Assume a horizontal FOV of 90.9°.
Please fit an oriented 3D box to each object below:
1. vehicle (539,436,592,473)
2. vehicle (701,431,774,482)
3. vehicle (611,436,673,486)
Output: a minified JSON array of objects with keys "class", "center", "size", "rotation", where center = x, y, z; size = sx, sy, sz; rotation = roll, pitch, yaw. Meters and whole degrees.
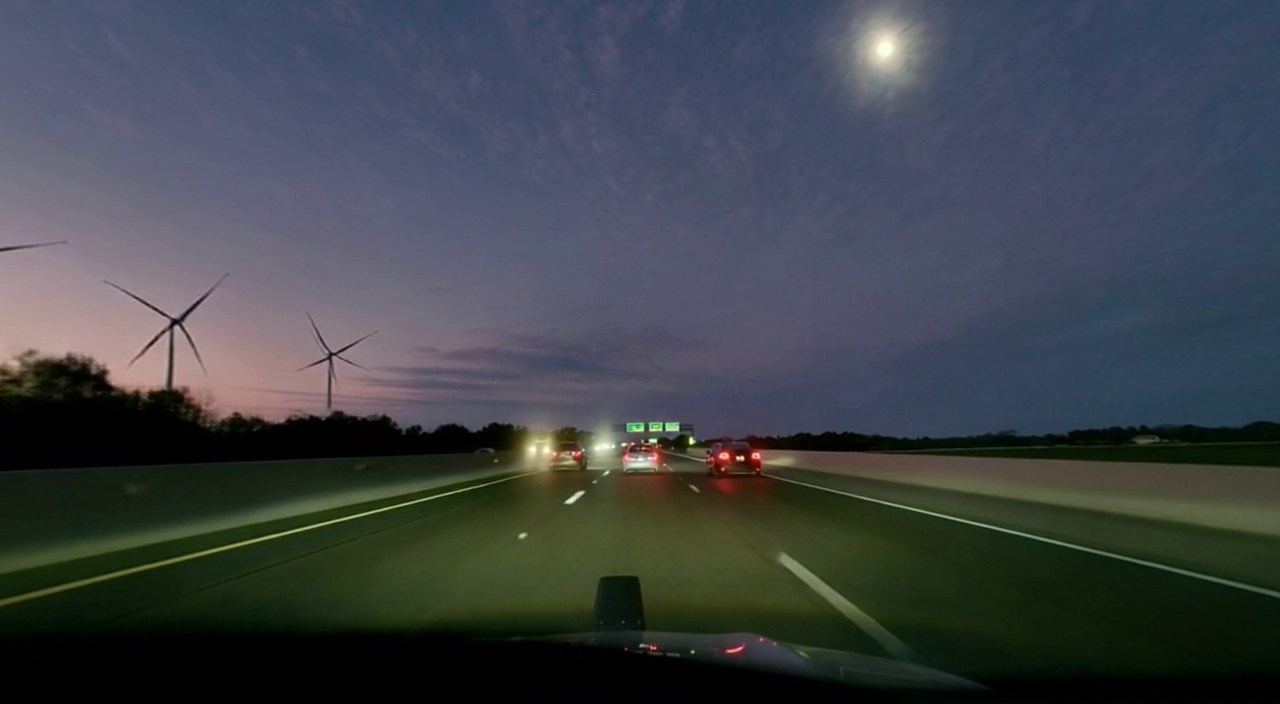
[{"class":"vehicle","center":[-3.816,5.397,33.212],"size":[2.131,1.784,4.635],"rotation":[0,-9,1]},{"class":"vehicle","center":[3.802,4.195,25.513],"size":[2.104,1.861,4.956],"rotation":[0,-9,-1]},{"class":"vehicle","center":[0.051,3.975,23.211],"size":[2.083,1.653,3.787],"rotation":[0,-9,0]}]
